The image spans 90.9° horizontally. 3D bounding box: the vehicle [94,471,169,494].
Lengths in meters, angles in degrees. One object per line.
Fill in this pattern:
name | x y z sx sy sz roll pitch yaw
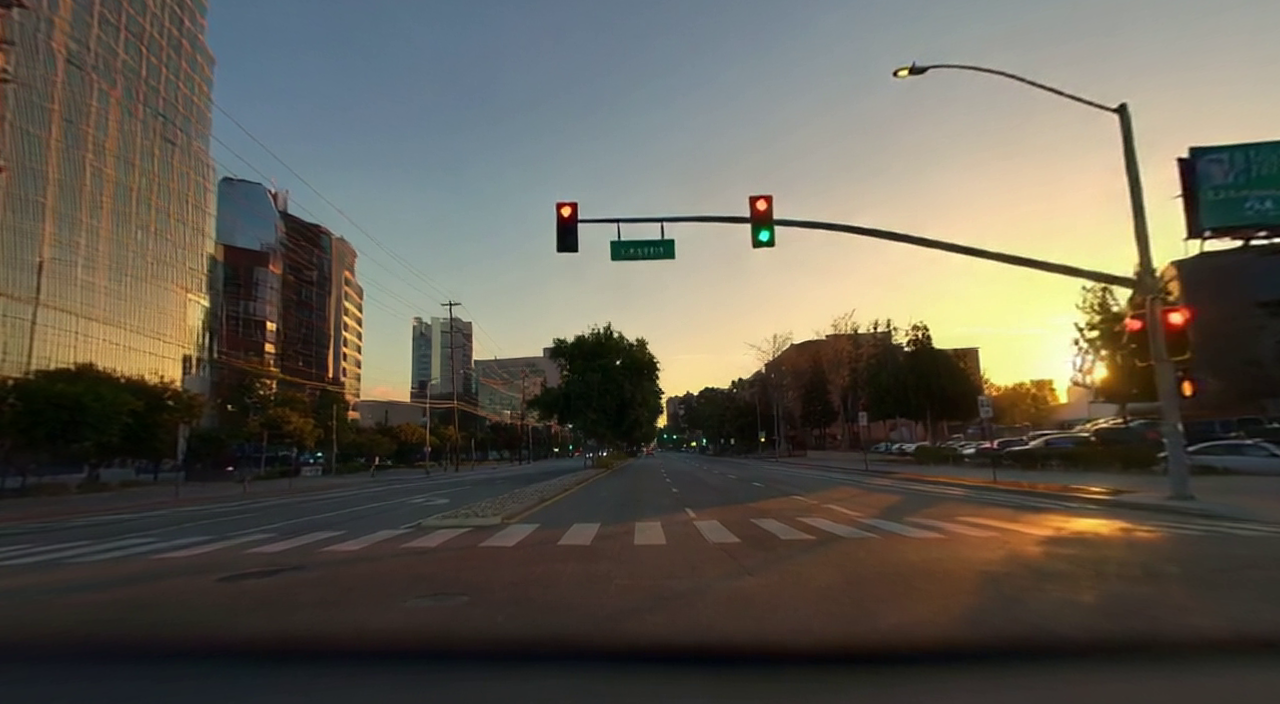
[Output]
vehicle | -37.310 9.570 46.387 1.736 1.399 4.271 -1 -8 4
